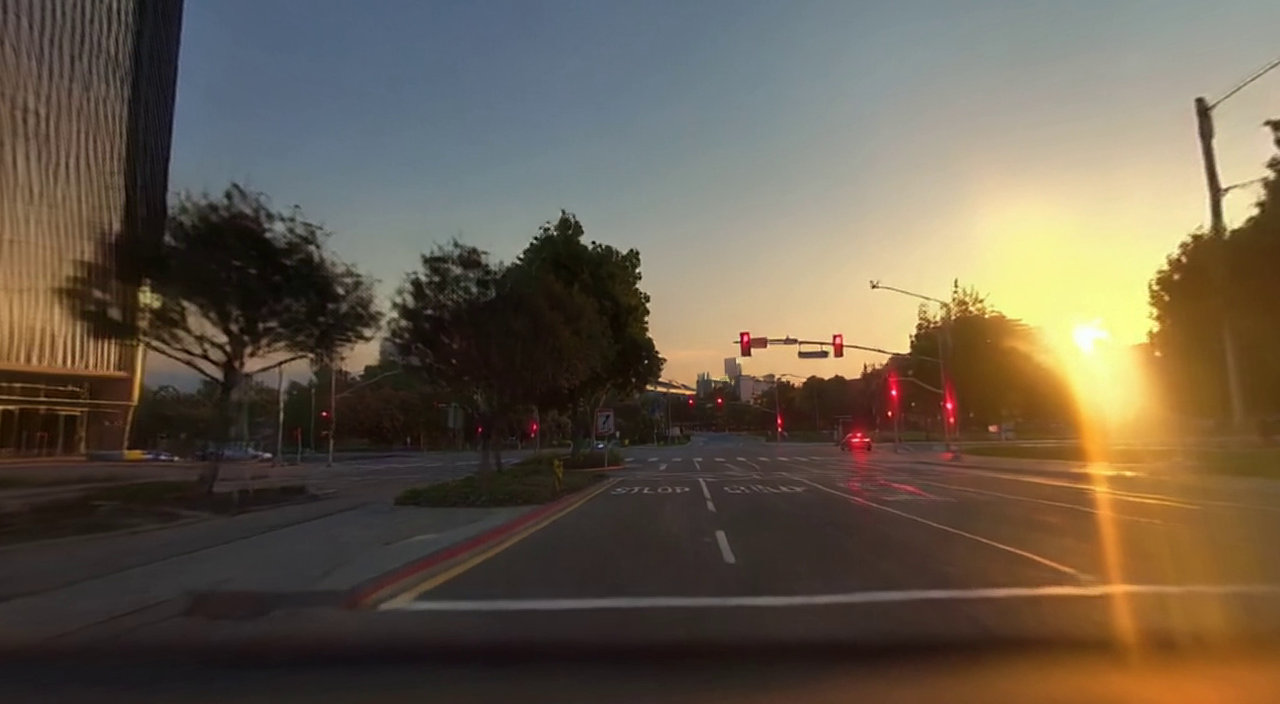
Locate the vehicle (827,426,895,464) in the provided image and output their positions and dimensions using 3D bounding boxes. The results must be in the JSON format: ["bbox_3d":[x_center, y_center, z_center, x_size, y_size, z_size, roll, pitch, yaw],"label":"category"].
[{"bbox_3d":[11.668,4.966,33.680,2.156,1.881,4.743,-1,-9,4],"label":"vehicle"}]
